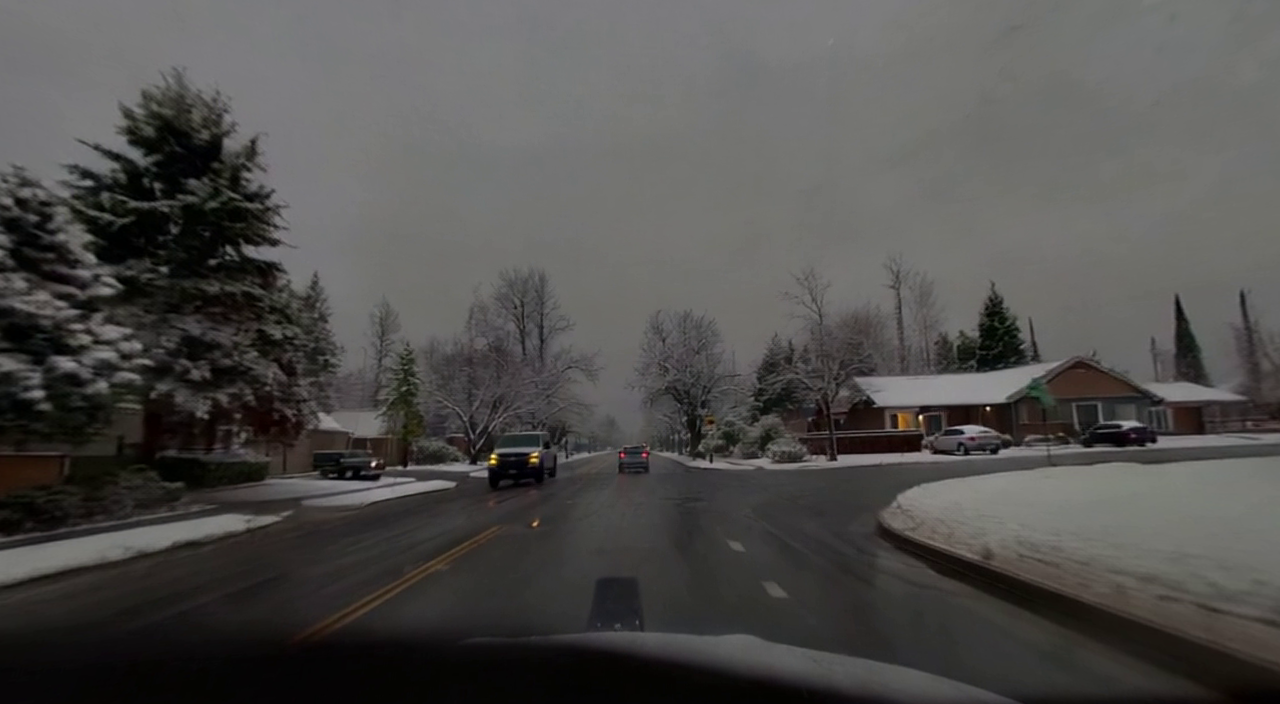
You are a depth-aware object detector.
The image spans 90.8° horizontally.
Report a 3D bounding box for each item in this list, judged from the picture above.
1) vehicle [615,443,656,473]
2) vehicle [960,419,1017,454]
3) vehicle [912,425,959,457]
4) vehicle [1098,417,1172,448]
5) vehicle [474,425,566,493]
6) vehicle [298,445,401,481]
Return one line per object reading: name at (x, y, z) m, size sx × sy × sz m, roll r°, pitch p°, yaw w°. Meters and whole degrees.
vehicle at (-0.248, 5.798, 34.752) m, size 2.098 × 1.483 × 4.099 m, roll 0°, pitch -9°, yaw 0°
vehicle at (19.540, 4.716, 35.597) m, size 2.114 × 1.677 × 4.707 m, roll -4°, pitch -6°, yaw 22°
vehicle at (16.936, 5.077, 36.405) m, size 1.979 × 1.434 × 4.607 m, roll -7°, pitch -7°, yaw 21°
vehicle at (25.370, 4.107, 32.528) m, size 1.603 × 1.430 × 3.662 m, roll -3°, pitch -5°, yaw 15°
vehicle at (-4.432, 4.064, 24.296) m, size 2.451 × 2.182 × 5.485 m, roll -3°, pitch -9°, yaw 0°
vehicle at (-14.972, 5.715, 32.717) m, size 4.223 × 1.753 × 2.134 m, roll -1°, pitch -9°, yaw 6°
